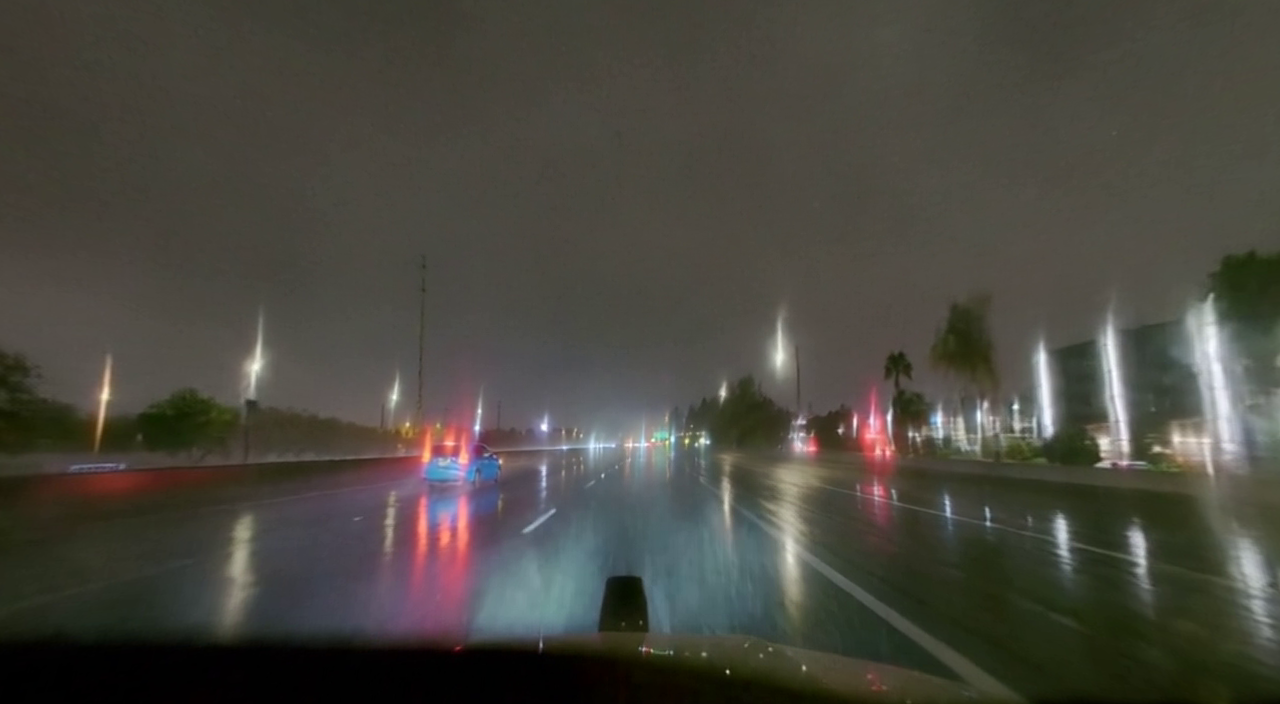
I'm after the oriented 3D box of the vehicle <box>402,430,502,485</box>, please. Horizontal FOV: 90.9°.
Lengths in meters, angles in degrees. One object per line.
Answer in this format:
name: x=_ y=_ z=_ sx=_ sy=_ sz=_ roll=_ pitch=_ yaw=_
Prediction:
vehicle: x=-6.747 y=3.839 z=23.279 sx=2.145 sy=1.793 sz=4.762 roll=-1 pitch=-8 yaw=1
